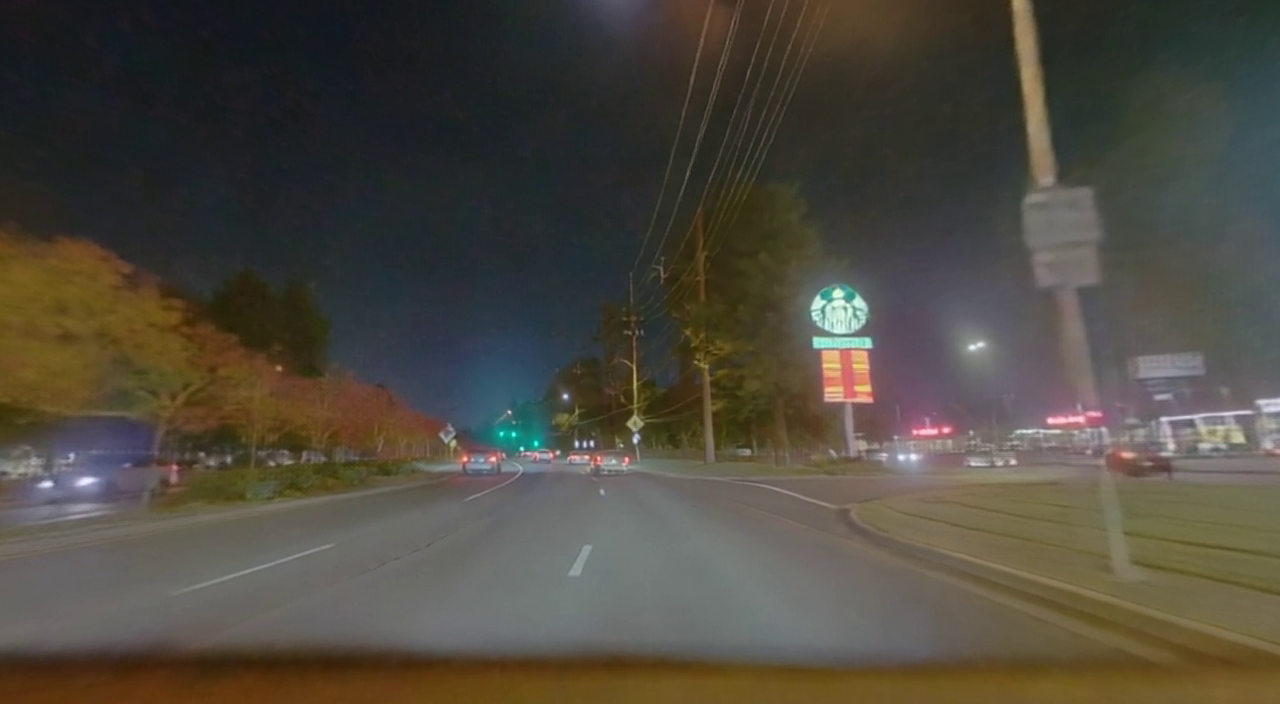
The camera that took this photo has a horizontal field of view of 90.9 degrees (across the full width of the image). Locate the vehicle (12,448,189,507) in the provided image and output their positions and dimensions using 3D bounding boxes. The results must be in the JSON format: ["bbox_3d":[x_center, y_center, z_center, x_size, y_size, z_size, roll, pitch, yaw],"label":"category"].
[{"bbox_3d":[-20.747,4.784,24.749,2.258,1.960,5.783,1,-9,-6],"label":"vehicle"}]

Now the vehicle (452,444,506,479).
[{"bbox_3d":[-8.594,5.881,34.116,2.195,1.752,4.515,1,-9,-7],"label":"vehicle"}]

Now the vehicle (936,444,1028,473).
[{"bbox_3d":[21.743,6.787,40.256,4.834,1.495,1.785,2,-9,6],"label":"vehicle"}]

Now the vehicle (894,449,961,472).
[{"bbox_3d":[22.685,8.574,49.905,4.350,1.447,1.696,-5,-10,7],"label":"vehicle"}]

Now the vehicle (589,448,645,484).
[{"bbox_3d":[-1.123,5.111,28.723,2.130,1.476,4.453,1,-9,-7],"label":"vehicle"}]
